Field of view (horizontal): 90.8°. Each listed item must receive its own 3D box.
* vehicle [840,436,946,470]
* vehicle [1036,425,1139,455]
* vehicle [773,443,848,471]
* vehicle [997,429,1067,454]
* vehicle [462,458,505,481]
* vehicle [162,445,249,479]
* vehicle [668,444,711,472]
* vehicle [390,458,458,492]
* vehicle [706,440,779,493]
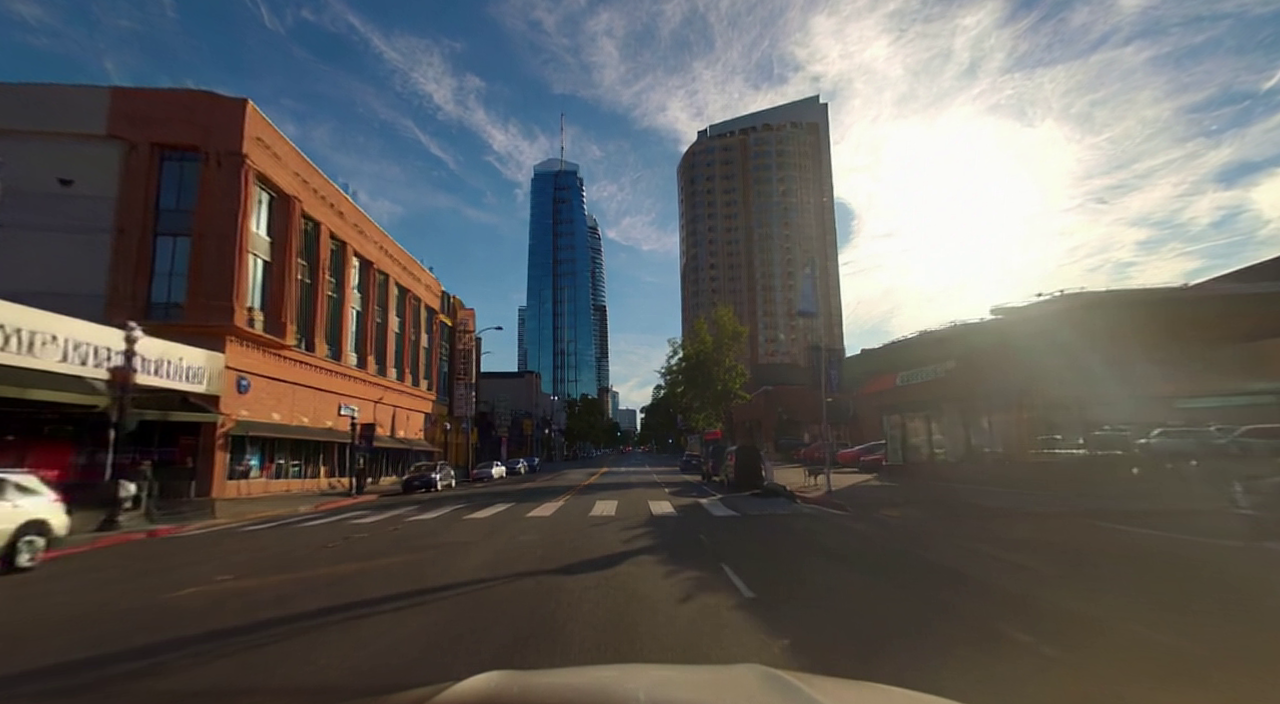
[{"bbox_3d":[13.512,5.446,33.968,4.732,1.746,2.141,0,-9,2],"label":"vehicle"},{"bbox_3d":[27.134,5.368,38.428,4.579,1.735,2.092,0,-9,0],"label":"vehicle"},{"bbox_3d":[10.435,6.412,38.811,4.018,1.645,1.875,1,-9,-4],"label":"vehicle"},{"bbox_3d":[26.961,6.123,43.496,3.666,1.448,1.639,-3,-6,1],"label":"vehicle"},{"bbox_3d":[-10.945,8.241,44.490,1.861,1.473,4.633,0,-9,-1],"label":"vehicle"},{"bbox_3d":[-22.525,5.697,32.973,1.778,1.639,4.019,0,-9,-3],"label":"vehicle"},{"bbox_3d":[3.536,7.747,46.562,2.492,1.909,5.830,0,-9,-2],"label":"vehicle"},{"bbox_3d":[-10.996,6.270,32.544,2.018,1.553,4.407,0,-9,-1],"label":"vehicle"},{"bbox_3d":[3.791,4.334,24.307,2.118,1.779,5.121,0,-9,2],"label":"vehicle"}]
